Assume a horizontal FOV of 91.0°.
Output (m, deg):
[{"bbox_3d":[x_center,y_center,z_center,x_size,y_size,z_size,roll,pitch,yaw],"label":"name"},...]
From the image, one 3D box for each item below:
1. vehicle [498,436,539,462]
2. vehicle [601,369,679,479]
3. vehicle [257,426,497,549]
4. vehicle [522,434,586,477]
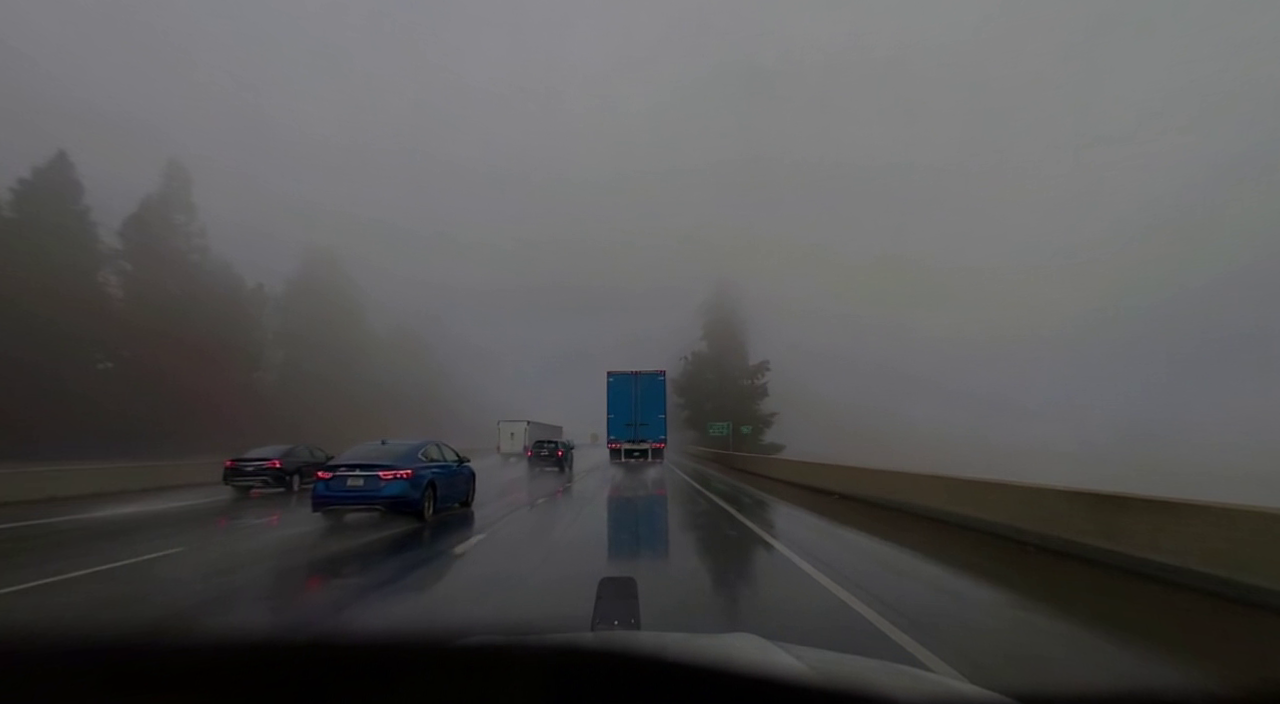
[{"bbox_3d":[-8.842,7.141,46.272,2.026,1.791,4.599,-1,-8,1],"label":"vehicle"},{"bbox_3d":[-0.177,3.462,29.157,2.913,4.113,10.724,0,-8,-2],"label":"vehicle"},{"bbox_3d":[-3.900,2.058,10.277,2.164,1.582,3.979,0,-8,1],"label":"vehicle"},{"bbox_3d":[-3.613,4.416,27.194,2.158,1.680,4.087,0,-8,0],"label":"vehicle"}]
